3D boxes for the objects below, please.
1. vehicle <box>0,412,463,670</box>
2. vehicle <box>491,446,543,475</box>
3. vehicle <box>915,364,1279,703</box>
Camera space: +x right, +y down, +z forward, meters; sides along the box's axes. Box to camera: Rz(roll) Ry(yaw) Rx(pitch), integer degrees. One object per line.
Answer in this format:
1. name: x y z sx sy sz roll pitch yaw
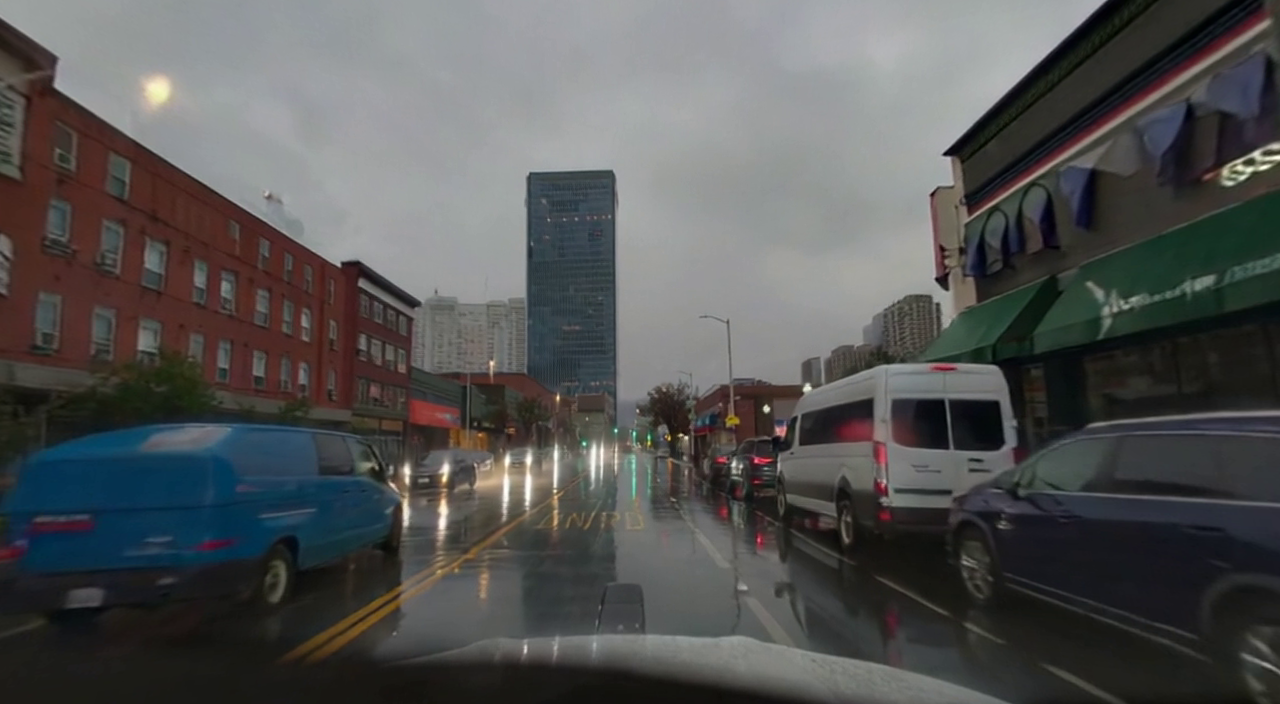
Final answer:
1. vehicle: -3.285 1.481 6.147 2.024 1.579 4.300 0 -8 -2
2. vehicle: -6.897 6.124 35.998 1.993 1.484 4.812 0 -8 0
3. vehicle: 3.897 1.099 3.860 2.040 1.790 5.044 0 -8 -2
